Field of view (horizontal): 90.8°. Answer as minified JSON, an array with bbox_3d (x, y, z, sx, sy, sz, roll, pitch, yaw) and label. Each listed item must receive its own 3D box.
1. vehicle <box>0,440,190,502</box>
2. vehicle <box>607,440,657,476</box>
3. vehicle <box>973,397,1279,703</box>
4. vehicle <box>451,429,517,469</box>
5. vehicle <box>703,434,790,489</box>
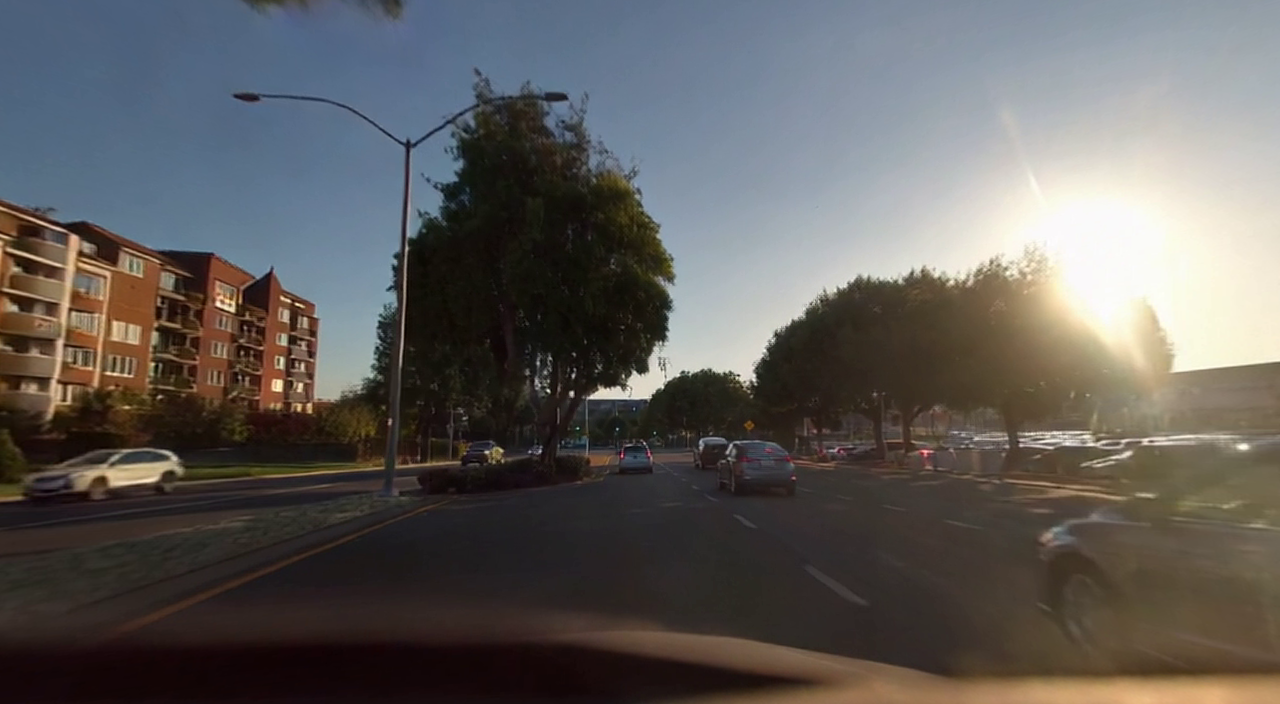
[{"bbox_3d":[-16.159,3.507,19.097,1.920,1.635,4.261,0,-8,0],"label":"vehicle"},{"bbox_3d":[-0.390,4.751,28.559,2.095,1.456,3.873,0,-8,-1],"label":"vehicle"},{"bbox_3d":[3.531,0.923,2.390,1.953,1.514,4.672,0,-8,0],"label":"vehicle"},{"bbox_3d":[-8.776,5.543,36.230,2.285,2.106,5.836,0,-8,0],"label":"vehicle"},{"bbox_3d":[3.437,3.628,21.293,2.041,1.611,4.426,0,-8,-1],"label":"vehicle"}]
